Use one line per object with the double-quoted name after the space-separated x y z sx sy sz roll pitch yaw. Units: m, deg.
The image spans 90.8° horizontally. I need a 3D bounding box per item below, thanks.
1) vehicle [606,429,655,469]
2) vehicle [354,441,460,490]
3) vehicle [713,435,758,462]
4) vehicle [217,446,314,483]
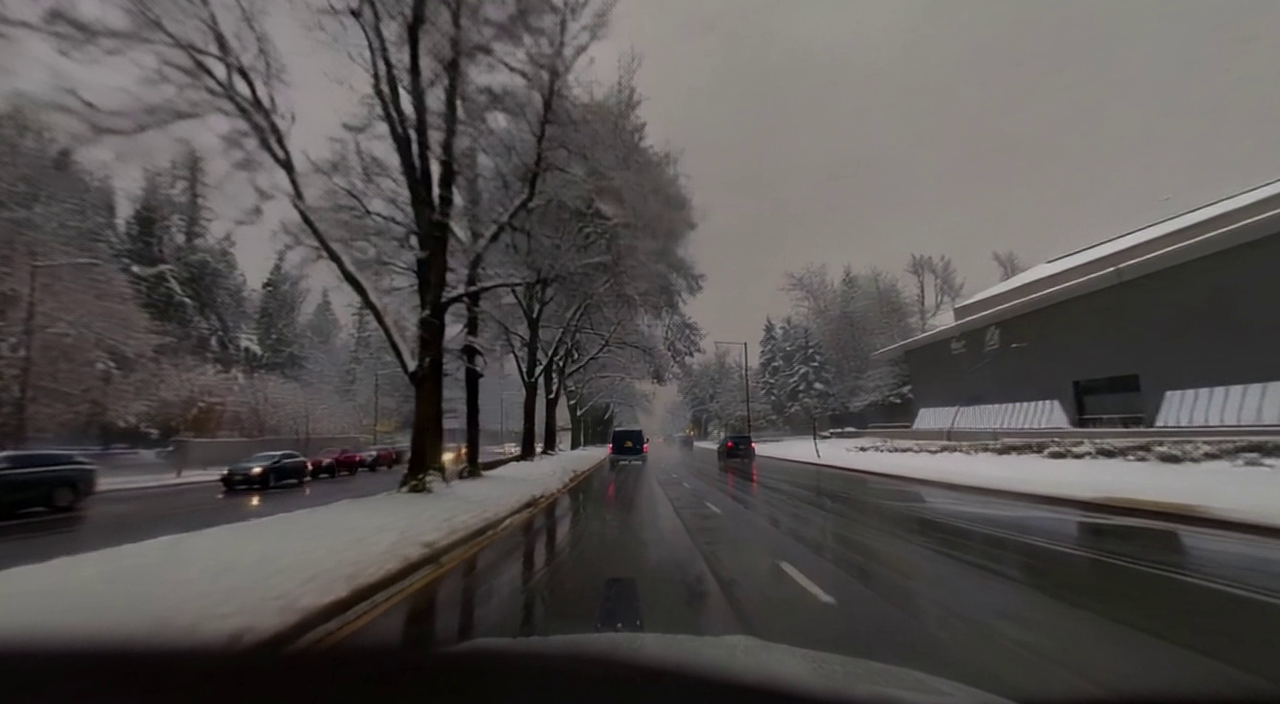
-0.490 5.153 33.631 2.411 1.937 5.186 0 -8 0 "vehicle"
-7.756 3.813 21.551 1.964 1.478 4.368 0 -8 0 "vehicle"
6.797 6.929 45.470 2.364 1.781 4.854 0 -8 -2 "vehicle"
-18.548 5.560 31.563 1.980 1.712 4.535 0 -8 1 "vehicle"
